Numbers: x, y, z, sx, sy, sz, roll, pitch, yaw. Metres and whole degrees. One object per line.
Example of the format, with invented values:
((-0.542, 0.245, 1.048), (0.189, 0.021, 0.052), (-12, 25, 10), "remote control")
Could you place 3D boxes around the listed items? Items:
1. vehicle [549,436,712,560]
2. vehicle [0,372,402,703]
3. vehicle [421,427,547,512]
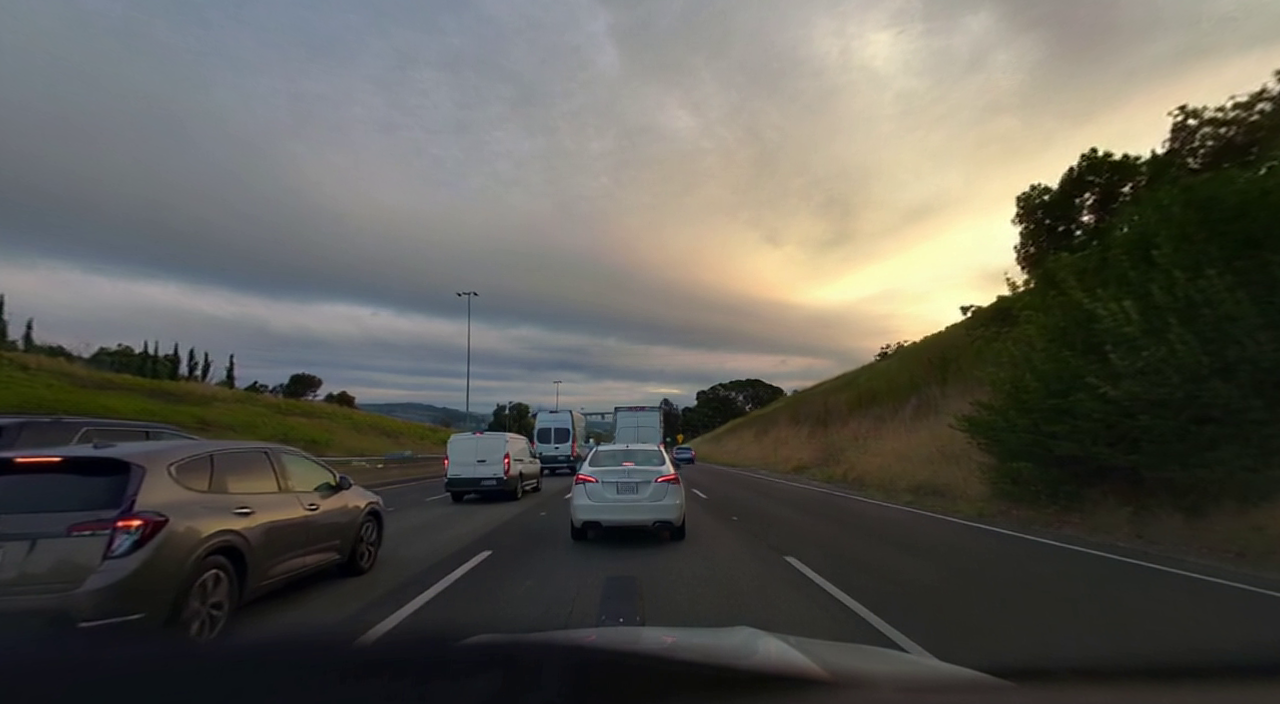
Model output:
((-0.125, 2.065, 9.514), (1.995, 1.495, 3.380), (0, -9, 0), "vehicle")
((-3.666, 1.250, 4.712), (2.029, 1.656, 4.437), (0, -9, 0), "vehicle")
((-3.955, 3.073, 16.897), (2.055, 1.913, 4.584), (-1, -9, 2), "vehicle")
